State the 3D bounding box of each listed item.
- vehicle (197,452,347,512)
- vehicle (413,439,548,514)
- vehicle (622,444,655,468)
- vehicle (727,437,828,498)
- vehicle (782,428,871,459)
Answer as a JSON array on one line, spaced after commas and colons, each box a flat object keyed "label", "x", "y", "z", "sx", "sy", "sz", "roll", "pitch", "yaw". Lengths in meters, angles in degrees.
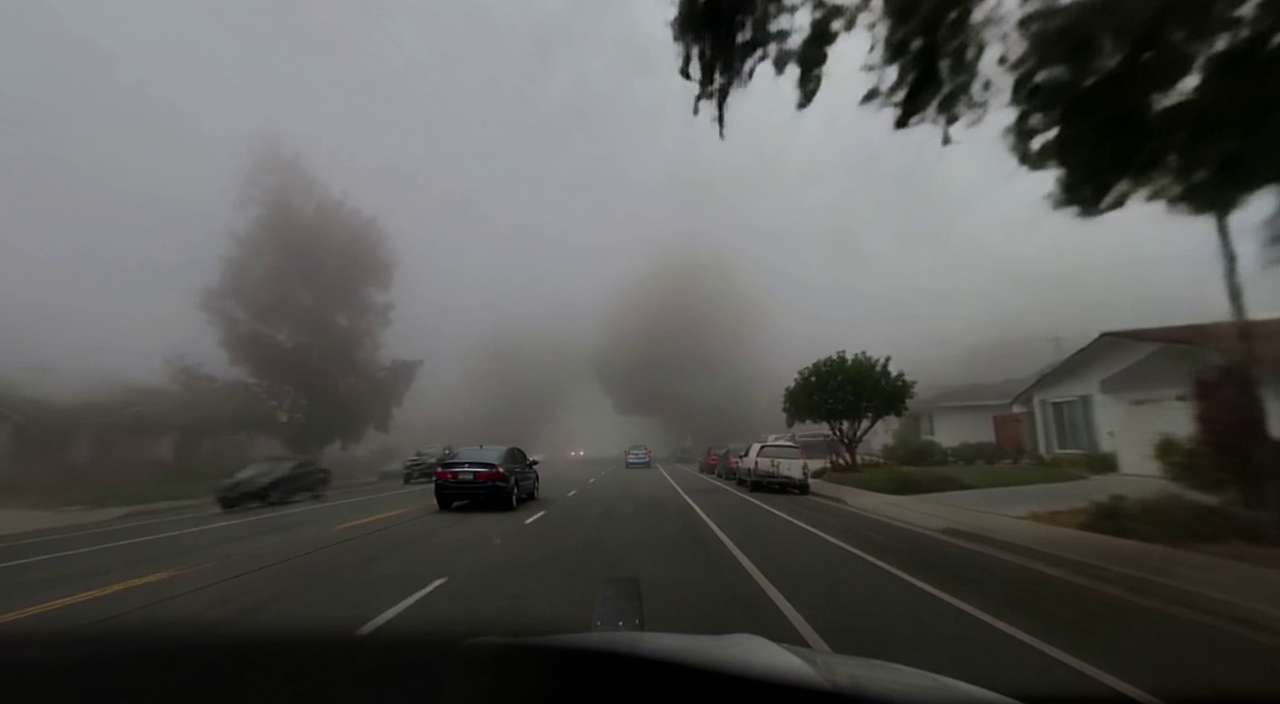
[{"label": "vehicle", "x": -10.590, "y": 3.721, "z": 18.618, "sx": 1.872, "sy": 1.502, "sz": 4.185, "roll": 0, "pitch": -8, "yaw": 0}, {"label": "vehicle", "x": -3.524, "y": 2.833, "z": 14.923, "sx": 2.027, "sy": 1.477, "sz": 4.413, "roll": 0, "pitch": -8, "yaw": 0}, {"label": "vehicle", "x": -0.093, "y": 6.912, "z": 42.290, "sx": 2.088, "sy": 1.495, "sz": 4.048, "roll": 0, "pitch": -8, "yaw": 0}, {"label": "vehicle", "x": 4.223, "y": 3.625, "z": 20.362, "sx": 2.045, "sy": 1.702, "sz": 4.916, "roll": 0, "pitch": -8, "yaw": -1}, {"label": "vehicle", "x": 11.553, "y": 5.738, "z": 39.480, "sx": 4.923, "sy": 1.878, "sz": 1.953, "roll": 0, "pitch": -8, "yaw": 2}]
